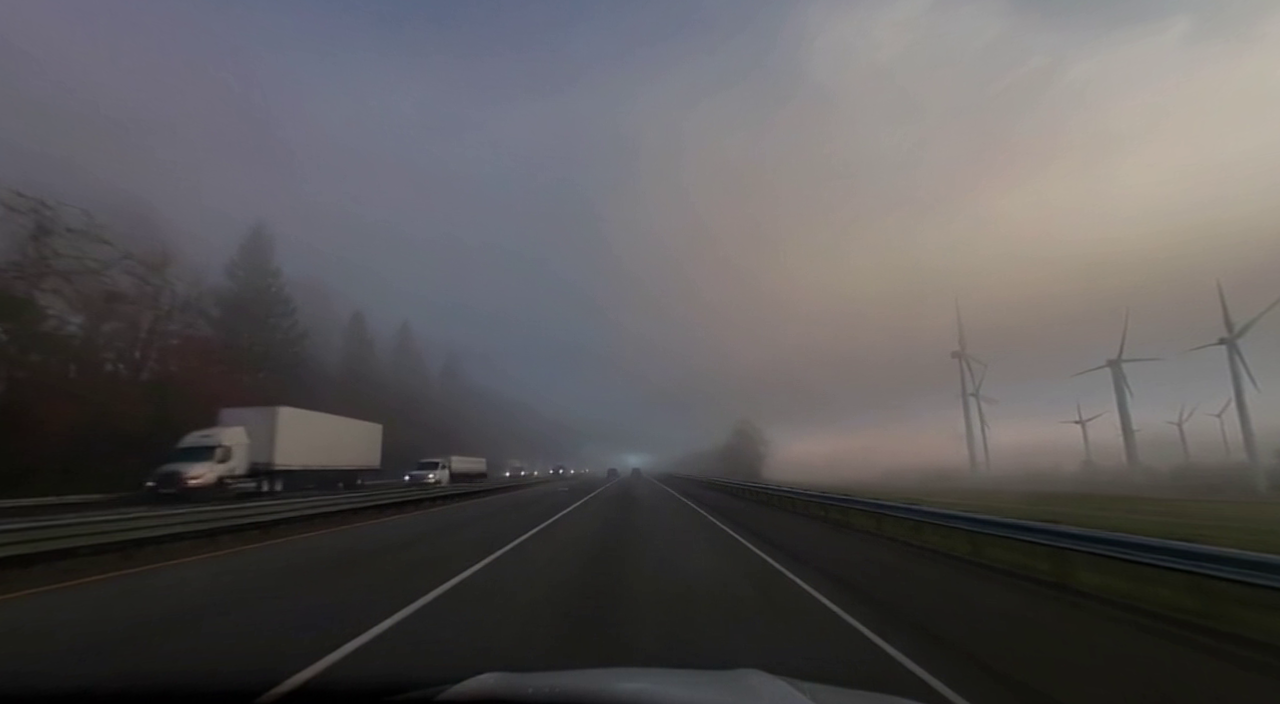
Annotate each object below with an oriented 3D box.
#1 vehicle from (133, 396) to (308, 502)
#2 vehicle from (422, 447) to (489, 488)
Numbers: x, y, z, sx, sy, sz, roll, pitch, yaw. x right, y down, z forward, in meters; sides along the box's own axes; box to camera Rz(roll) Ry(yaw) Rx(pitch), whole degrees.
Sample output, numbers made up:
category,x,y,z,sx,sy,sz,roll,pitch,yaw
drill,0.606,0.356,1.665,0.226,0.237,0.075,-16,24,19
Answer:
category,x,y,z,sx,sy,sz,roll,pitch,yaw
vehicle,-16.938,4.087,26.106,2.950,3.846,5.918,1,-10,-1
vehicle,-12.295,7.806,42.664,2.330,2.510,7.073,1,-10,0
